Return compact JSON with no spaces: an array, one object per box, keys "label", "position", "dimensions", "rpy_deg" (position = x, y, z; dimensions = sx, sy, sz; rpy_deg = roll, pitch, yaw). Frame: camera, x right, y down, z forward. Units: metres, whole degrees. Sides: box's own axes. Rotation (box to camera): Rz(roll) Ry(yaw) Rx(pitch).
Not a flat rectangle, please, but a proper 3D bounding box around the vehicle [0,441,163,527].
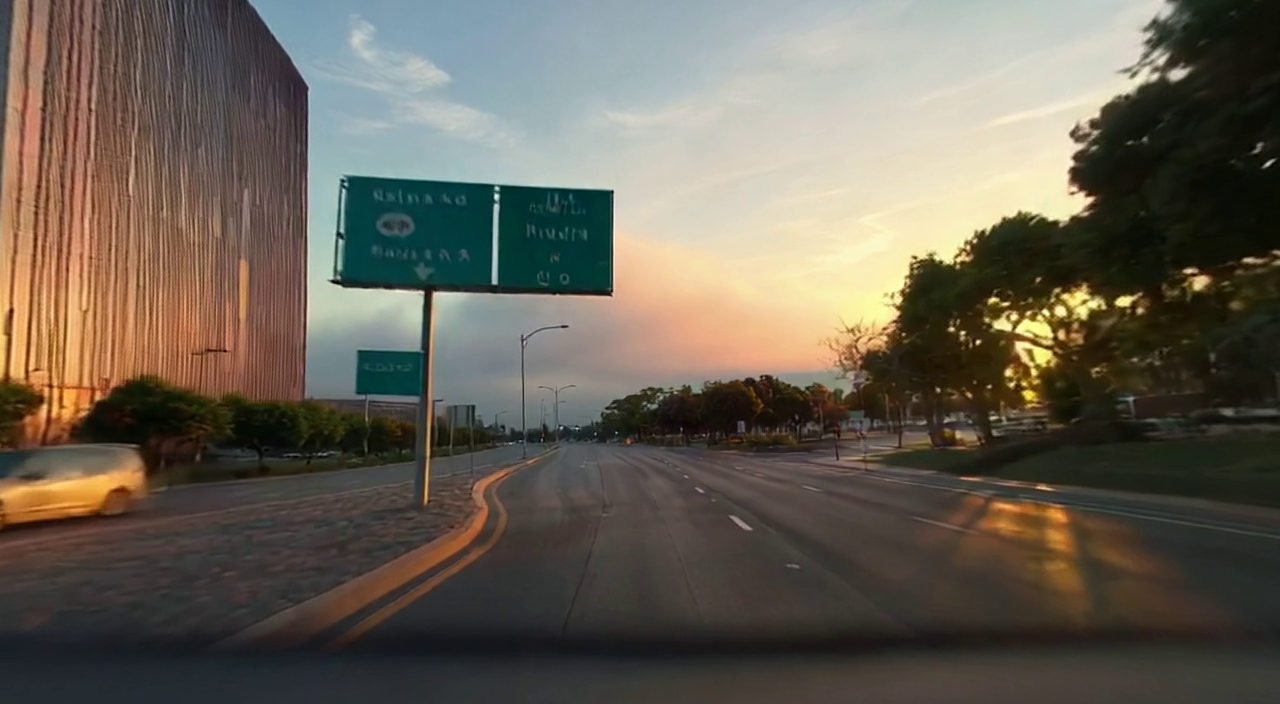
[{"label":"vehicle","position":[-14.326,3.036,15.021],"dimensions":[2.105,1.774,4.800],"rpy_deg":[0,-9,1]}]
